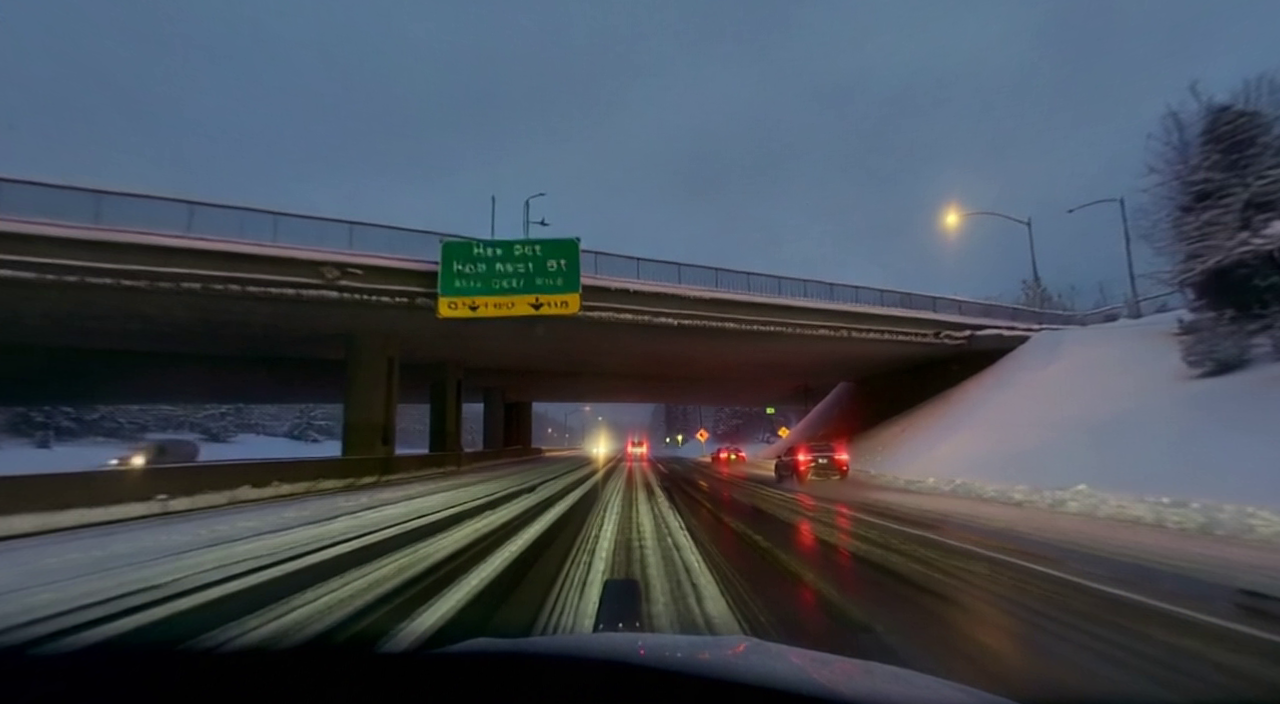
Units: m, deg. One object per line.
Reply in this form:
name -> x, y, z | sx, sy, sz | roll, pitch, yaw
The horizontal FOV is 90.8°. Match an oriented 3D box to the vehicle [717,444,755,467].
vehicle -> 7.011, 7.620, 46.635 | 2.075, 1.611, 4.421 | 0, -8, -1

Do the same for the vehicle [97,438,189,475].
vehicle -> -38.233, 8.046, 48.898 | 2.385, 2.644, 5.881 | 0, -8, -2

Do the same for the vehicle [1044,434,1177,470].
vehicle -> 21.081, 4.505, 28.655 | 1.821, 1.479, 5.004 | 1, -8, -6
